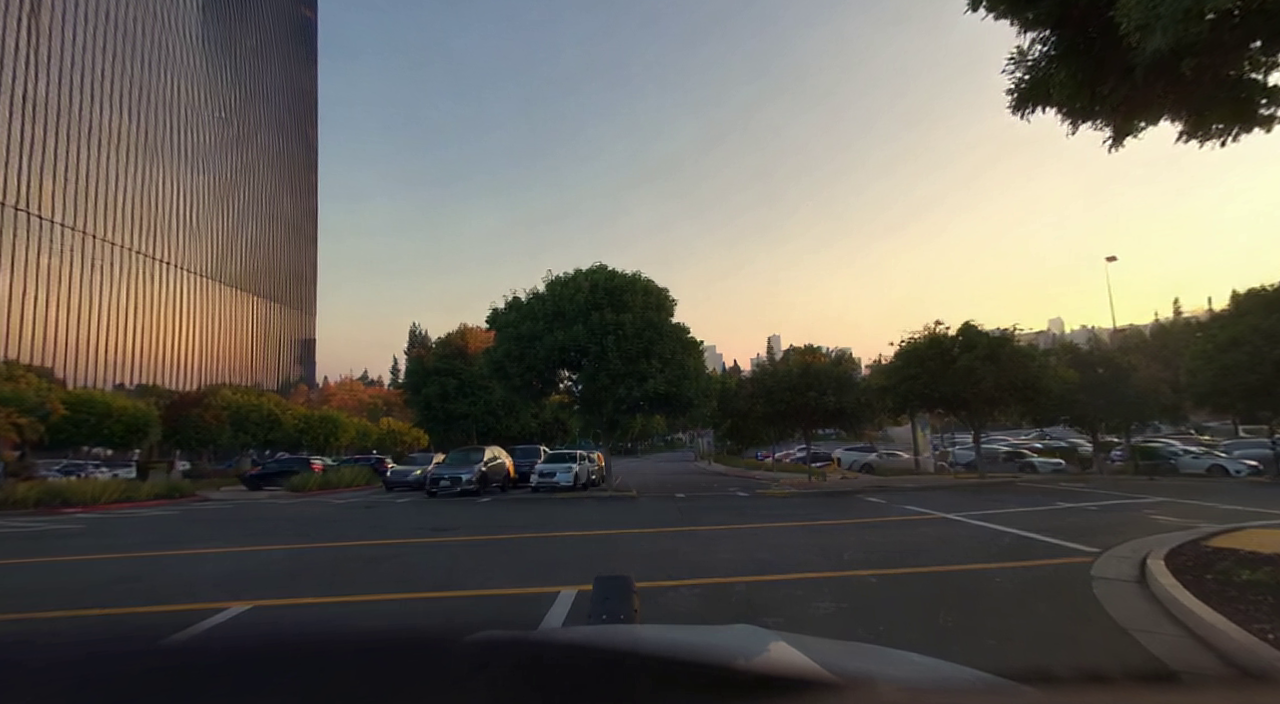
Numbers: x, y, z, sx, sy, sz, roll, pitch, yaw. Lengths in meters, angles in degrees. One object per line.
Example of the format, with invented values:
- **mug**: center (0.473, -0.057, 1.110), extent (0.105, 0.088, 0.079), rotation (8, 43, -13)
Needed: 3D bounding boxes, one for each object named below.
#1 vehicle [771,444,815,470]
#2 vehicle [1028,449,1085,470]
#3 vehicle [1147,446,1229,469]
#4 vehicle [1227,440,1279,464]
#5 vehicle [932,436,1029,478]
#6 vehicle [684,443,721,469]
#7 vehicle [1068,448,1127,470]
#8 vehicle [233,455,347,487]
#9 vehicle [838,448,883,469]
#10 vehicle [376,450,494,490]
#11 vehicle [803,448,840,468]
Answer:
- **vehicle**: center (10.519, 7.208, 43.713), extent (1.936, 1.673, 4.305), rotation (0, -8, 0)
- **vehicle**: center (28.301, 7.291, 43.008), extent (1.495, 1.371, 3.336), rotation (-1, -9, -1)
- **vehicle**: center (37.017, 7.119, 42.788), extent (1.678, 1.423, 4.191), rotation (0, -8, -2)
- **vehicle**: center (43.059, 6.809, 43.084), extent (1.758, 1.572, 4.421), rotation (0, -8, 1)
- **vehicle**: center (16.475, 5.094, 30.927), extent (2.048, 1.852, 4.998), rotation (0, -9, 1)
- **vehicle**: center (4.589, 7.743, 47.277), extent (2.262, 1.794, 5.331), rotation (0, -8, 1)
- **vehicle**: center (31.297, 7.313, 43.274), extent (1.519, 1.371, 3.278), rotation (0, -8, -1)
- **vehicle**: center (-16.750, 5.692, 30.358), extent (4.331, 1.437, 1.876), rotation (0, -8, 3)
- **vehicle**: center (17.050, 8.226, 49.063), extent (1.971, 1.478, 4.477), rotation (0, -8, 1)
- **vehicle**: center (-8.701, 4.967, 26.903), extent (4.442, 1.504, 1.809), rotation (4, -10, -28)
- **vehicle**: center (14.213, 8.303, 49.644), extent (1.935, 1.477, 3.719), rotation (0, -9, 3)
